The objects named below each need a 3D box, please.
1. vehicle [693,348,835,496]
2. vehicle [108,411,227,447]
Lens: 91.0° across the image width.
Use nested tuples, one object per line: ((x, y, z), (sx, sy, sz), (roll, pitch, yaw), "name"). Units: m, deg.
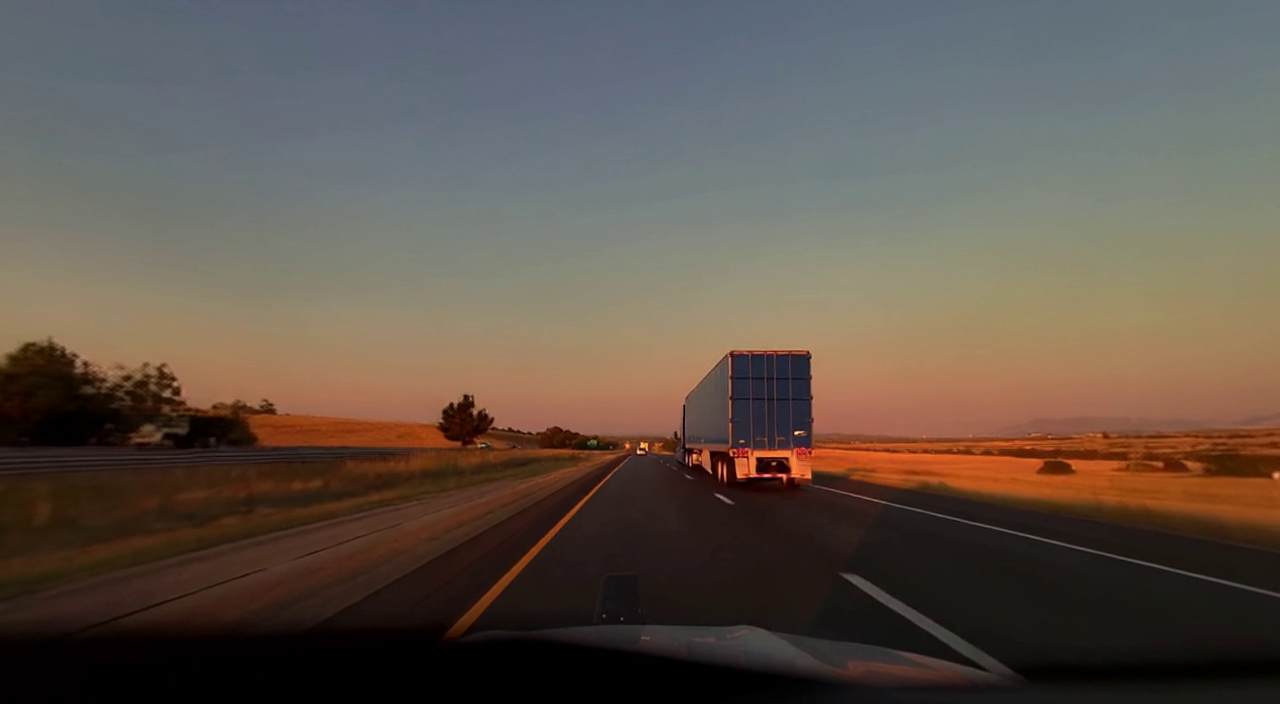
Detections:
((4.047, 2.937, 24.415), (2.818, 4.206, 12.987), (0, -9, 0), "vehicle")
((-29.336, 4.904, 39.467), (2.342, 2.031, 6.463), (0, -9, 1), "vehicle")
